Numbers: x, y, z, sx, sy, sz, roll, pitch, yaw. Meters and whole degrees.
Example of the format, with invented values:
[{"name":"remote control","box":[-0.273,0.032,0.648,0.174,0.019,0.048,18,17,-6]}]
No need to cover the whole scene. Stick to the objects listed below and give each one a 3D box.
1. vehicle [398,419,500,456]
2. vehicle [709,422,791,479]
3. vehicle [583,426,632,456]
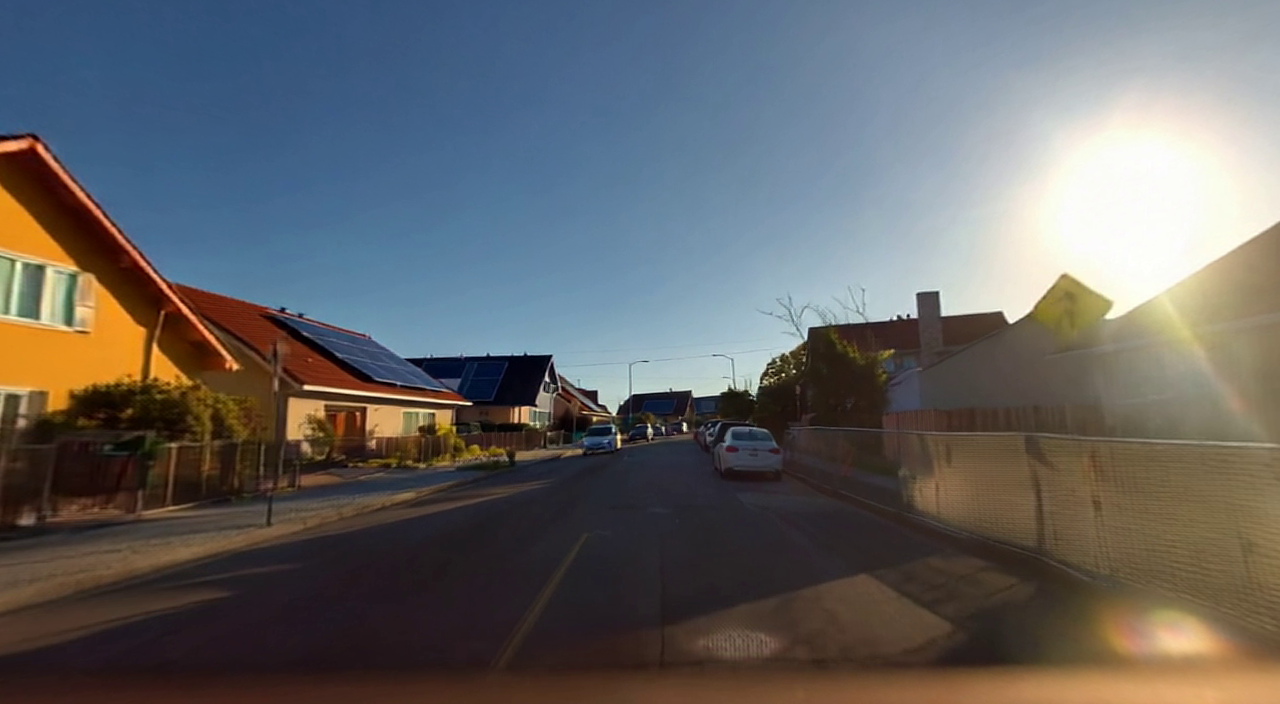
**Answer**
[{"name":"vehicle","box":[-9.273,4.172,30.847,4.205,1.745,2.121,-1,-8,6]},{"name":"vehicle","box":[3.113,2.858,18.590,1.998,1.494,3.927,-1,-8,4]},{"name":"vehicle","box":[-1.673,4.726,33.601,1.972,1.499,4.191,-1,-8,6]}]
